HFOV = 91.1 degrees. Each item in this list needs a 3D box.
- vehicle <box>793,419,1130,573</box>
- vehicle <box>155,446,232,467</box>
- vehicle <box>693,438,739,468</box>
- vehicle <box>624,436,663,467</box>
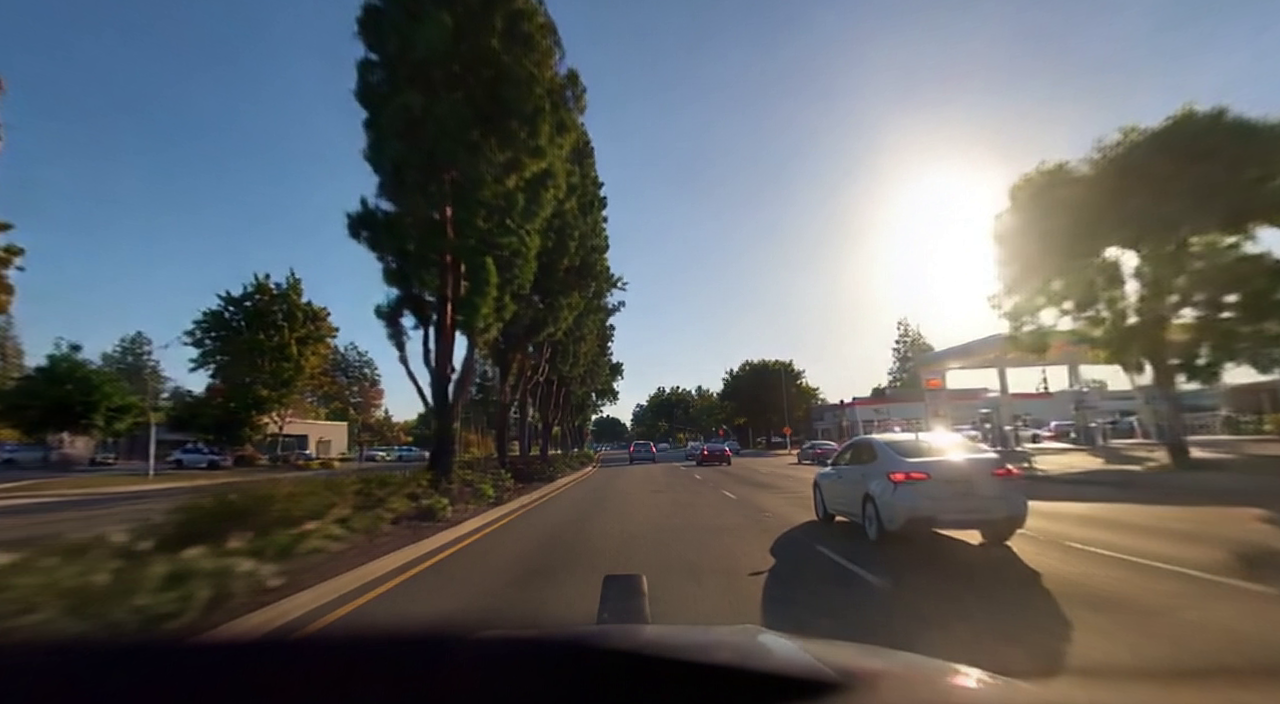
[{"bbox_3d":[3.770,1.782,8.653,2.119,1.509,4.756,0,-9,0],"label":"vehicle"},{"bbox_3d":[-34.137,7.961,48.031,4.595,1.533,1.853,-1,-9,5],"label":"vehicle"},{"bbox_3d":[4.156,5.614,35.073,1.980,1.515,4.362,0,-8,-1],"label":"vehicle"},{"bbox_3d":[0.182,5.814,36.667,2.172,1.694,4.055,0,-8,0],"label":"vehicle"}]
